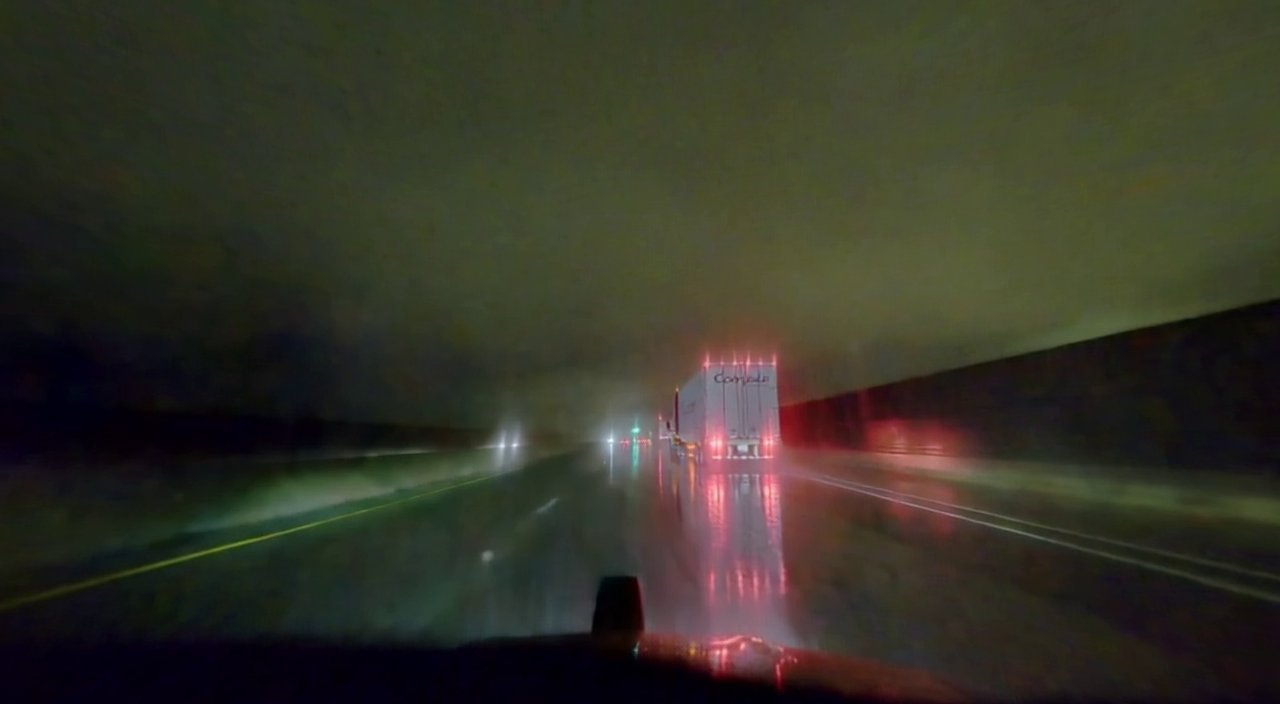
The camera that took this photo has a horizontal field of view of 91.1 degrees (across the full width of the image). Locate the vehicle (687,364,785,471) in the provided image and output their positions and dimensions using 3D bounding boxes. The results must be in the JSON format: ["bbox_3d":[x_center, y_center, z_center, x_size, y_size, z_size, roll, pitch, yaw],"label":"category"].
[{"bbox_3d":[3.882,3.036,27.679,2.840,3.947,8.920,0,-8,0],"label":"vehicle"}]
